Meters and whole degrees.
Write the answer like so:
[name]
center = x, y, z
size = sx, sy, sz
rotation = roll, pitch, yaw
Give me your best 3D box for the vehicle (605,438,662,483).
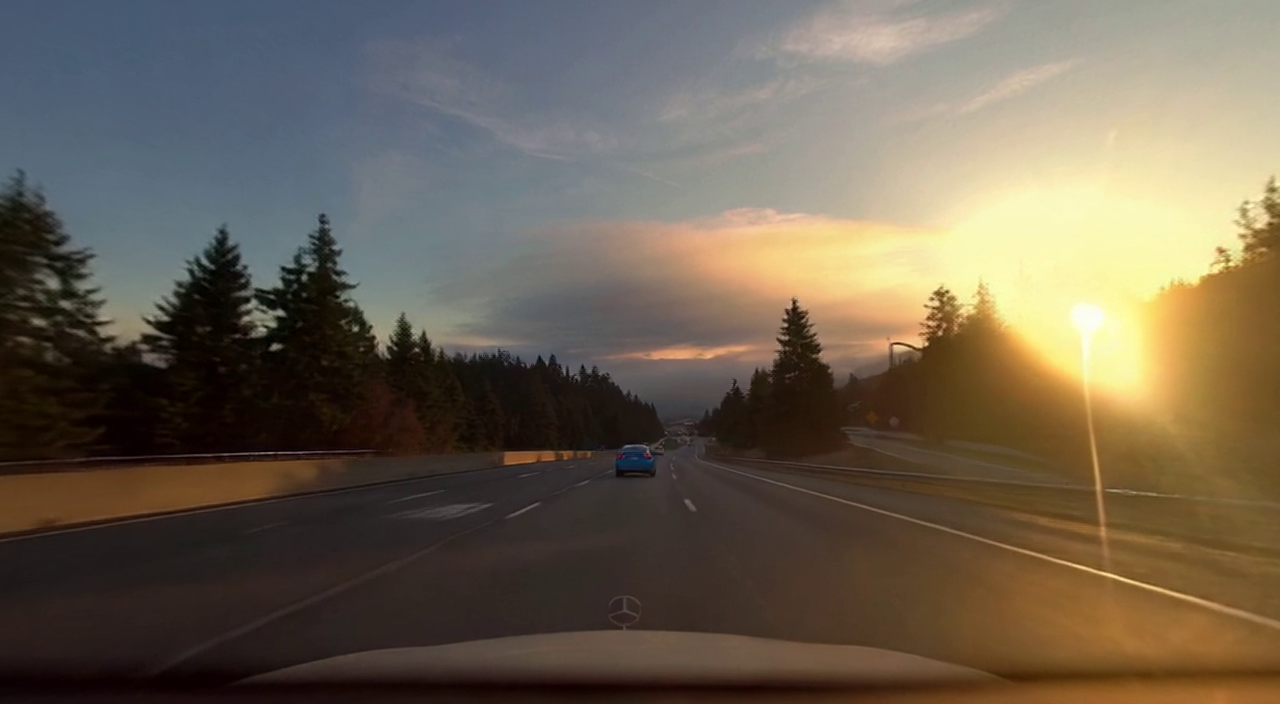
[vehicle]
center = -0.175, 4.449, 25.990
size = 2.133, 1.686, 4.203
rotation = -1, -8, 3
